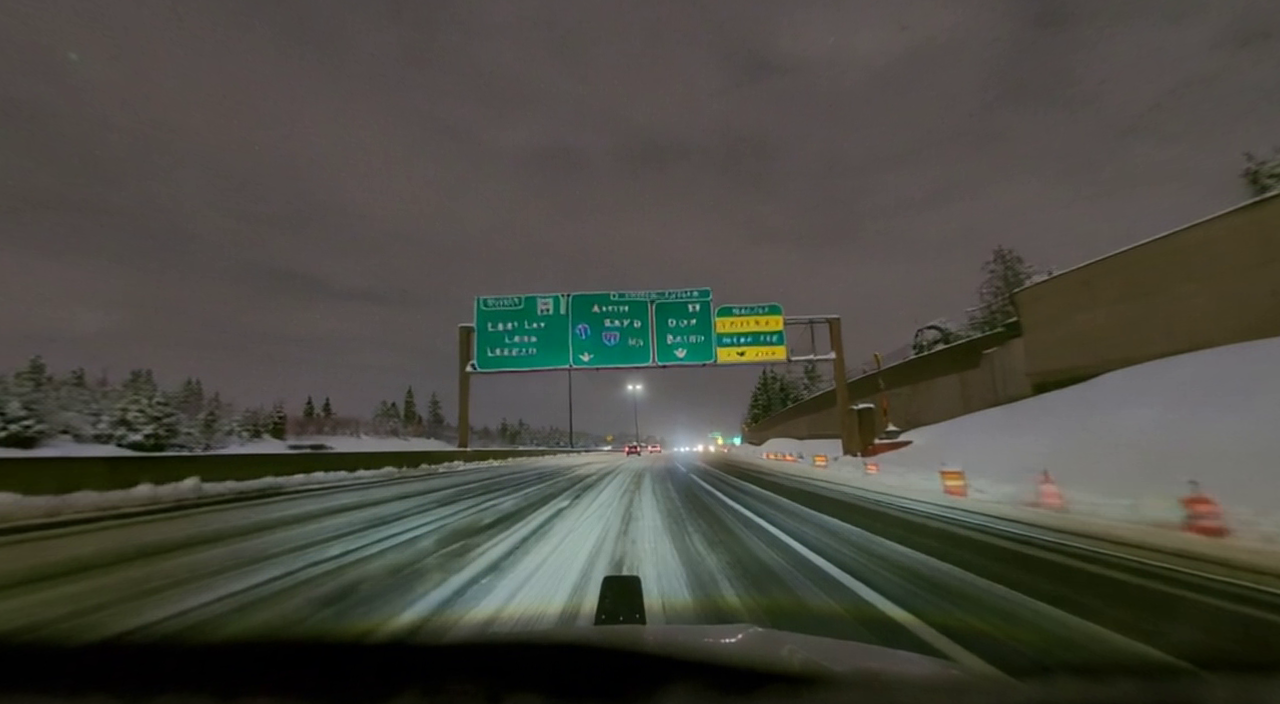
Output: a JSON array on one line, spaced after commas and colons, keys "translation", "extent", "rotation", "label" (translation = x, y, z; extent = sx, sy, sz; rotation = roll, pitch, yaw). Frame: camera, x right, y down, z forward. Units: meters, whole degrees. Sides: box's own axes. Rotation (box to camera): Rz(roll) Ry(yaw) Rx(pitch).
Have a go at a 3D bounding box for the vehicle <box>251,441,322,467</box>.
[{"translation": [-22.763, 6.582, 40.731], "extent": [1.916, 1.610, 4.340], "rotation": [0, -9, 2], "label": "vehicle"}]
